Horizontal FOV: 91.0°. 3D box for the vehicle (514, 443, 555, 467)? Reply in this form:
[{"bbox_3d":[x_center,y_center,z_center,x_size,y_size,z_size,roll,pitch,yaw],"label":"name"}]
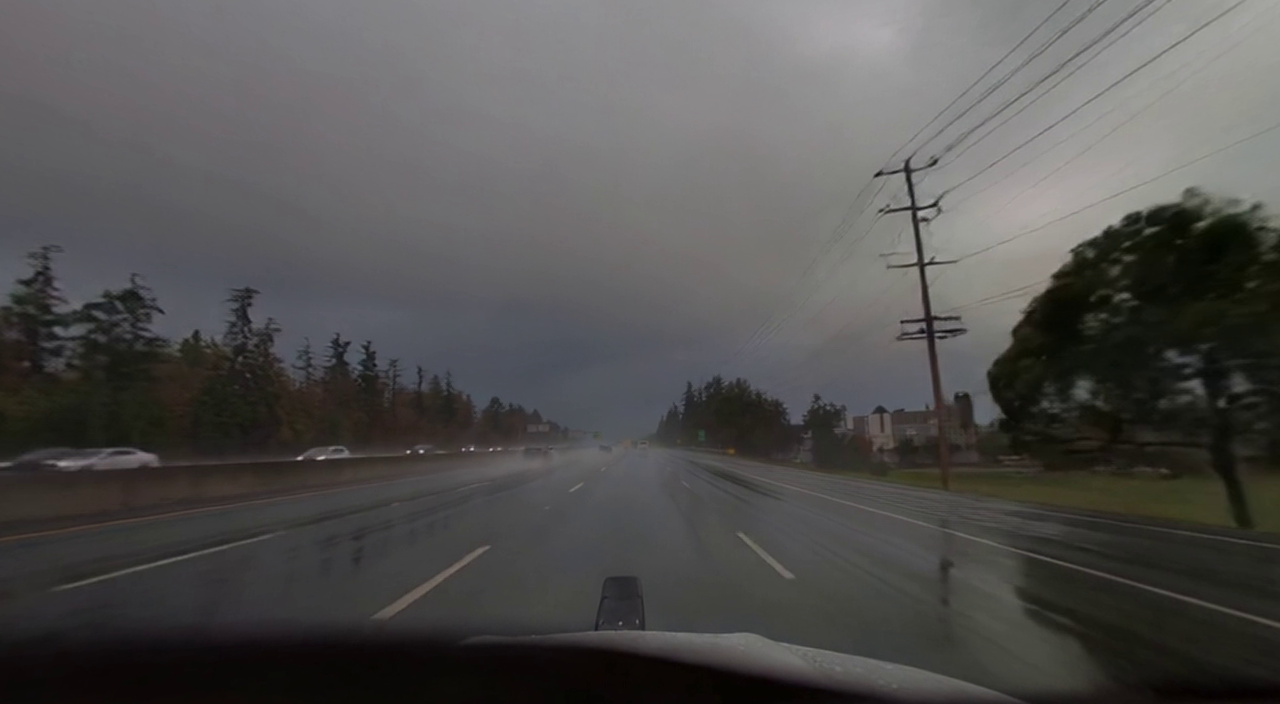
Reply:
[{"bbox_3d":[-7.206,7.095,43.479,2.034,1.563,4.476,0,-9,1],"label":"vehicle"}]

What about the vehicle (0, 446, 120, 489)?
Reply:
[{"bbox_3d":[-25.944,5.008,27.620,2.017,1.682,4.902,0,-9,0],"label":"vehicle"}]

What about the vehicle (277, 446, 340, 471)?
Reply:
[{"bbox_3d":[-22.252,7.140,42.423,1.864,1.549,4.366,0,-9,-1],"label":"vehicle"}]
